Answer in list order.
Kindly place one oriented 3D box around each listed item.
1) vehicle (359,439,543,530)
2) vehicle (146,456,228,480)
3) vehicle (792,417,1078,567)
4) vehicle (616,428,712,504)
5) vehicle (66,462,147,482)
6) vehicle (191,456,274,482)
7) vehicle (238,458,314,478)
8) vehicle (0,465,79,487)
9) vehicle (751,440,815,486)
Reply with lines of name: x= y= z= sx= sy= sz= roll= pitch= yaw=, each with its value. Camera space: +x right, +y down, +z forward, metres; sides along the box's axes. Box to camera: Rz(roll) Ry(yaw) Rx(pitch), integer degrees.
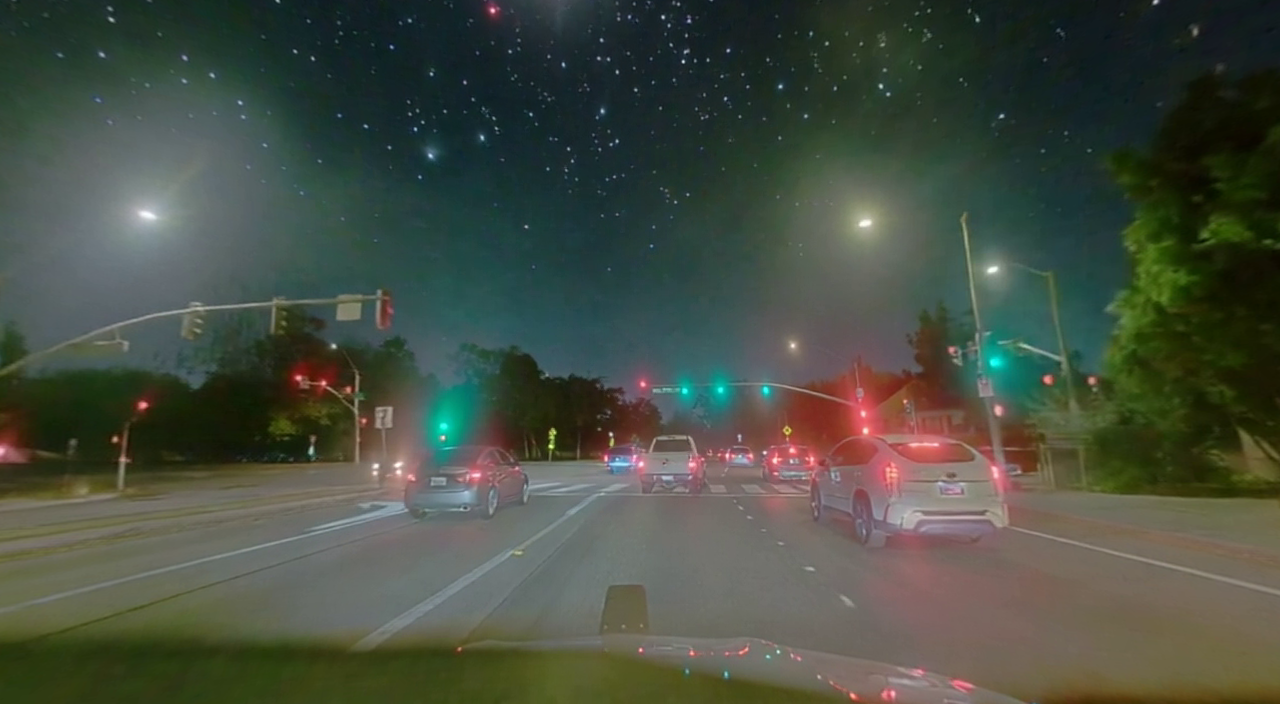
vehicle: x=-3.445 y=2.513 z=12.612 sx=2.006 sy=1.464 sz=4.586 roll=-1 pitch=-9 yaw=4
vehicle: x=-34.825 y=8.937 z=48.520 sx=4.741 sy=1.751 sz=2.214 roll=-2 pitch=-9 yaw=8
vehicle: x=3.814 y=1.900 z=9.339 sx=2.106 sy=1.636 sz=4.655 roll=-1 pitch=-9 yaw=2
vehicle: x=0.749 y=3.041 z=17.221 sx=2.250 sy=1.768 sz=4.574 roll=-1 pitch=-9 yaw=5
vehicle: x=-41.640 y=9.364 z=49.267 sx=4.634 sy=1.452 sz=1.888 roll=0 pitch=-9 yaw=1
vehicle: x=-28.557 y=8.183 z=44.218 sx=4.711 sy=1.661 sz=1.990 roll=-2 pitch=-9 yaw=12
vehicle: x=-27.214 y=8.671 z=47.161 sx=4.647 sy=1.427 sz=2.065 roll=-2 pitch=-9 yaw=13
vehicle: x=-44.092 y=8.936 z=45.559 sx=4.725 sy=1.457 sz=2.041 roll=1 pitch=-9 yaw=-9
vehicle: x=5.173 y=4.039 z=23.189 sx=1.859 sy=1.540 sz=3.454 roll=-1 pitch=-9 yaw=6
